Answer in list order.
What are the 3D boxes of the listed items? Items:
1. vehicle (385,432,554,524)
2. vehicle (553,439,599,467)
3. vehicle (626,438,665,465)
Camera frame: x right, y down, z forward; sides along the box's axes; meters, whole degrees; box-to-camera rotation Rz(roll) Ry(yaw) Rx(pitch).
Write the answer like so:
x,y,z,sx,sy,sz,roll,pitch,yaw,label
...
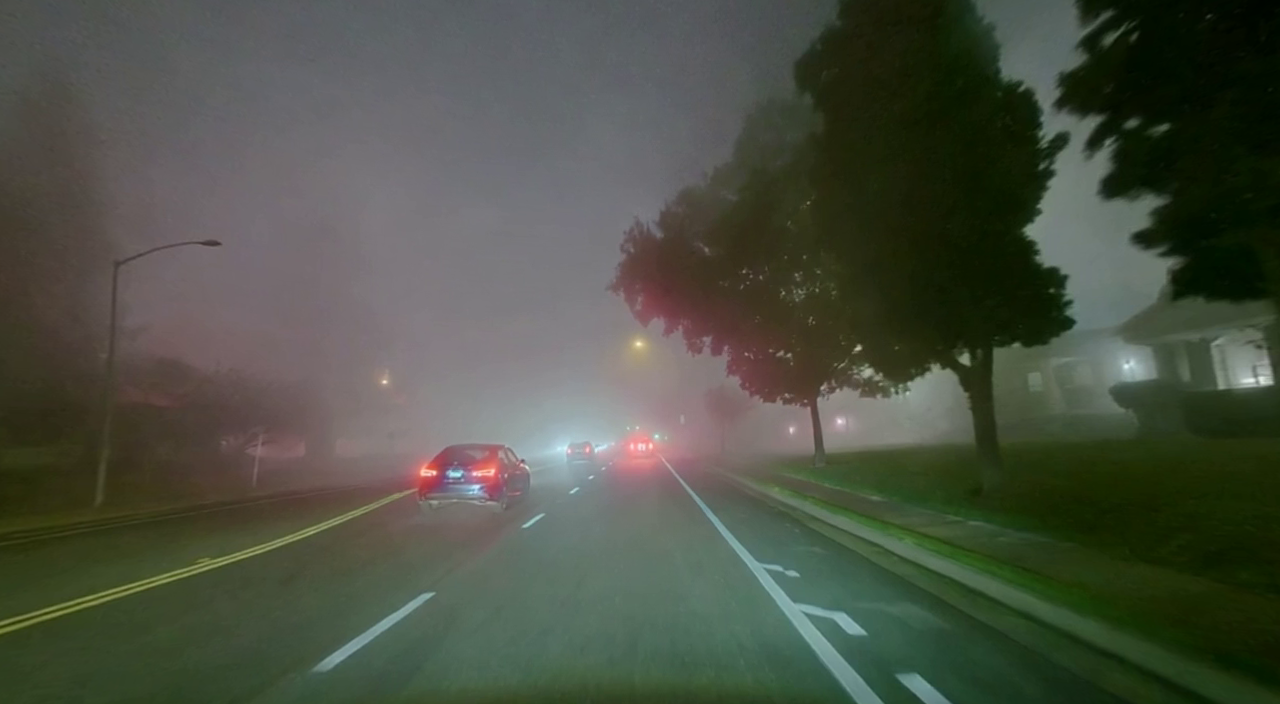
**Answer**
x,y,z,sx,sy,sz,roll,pitch,yaw,label
-3.082,2.373,12.484,2.030,1.467,4.403,0,-8,1,vehicle
-3.545,5.678,35.624,2.114,1.500,3.912,0,-8,1,vehicle
0.277,5.639,35.822,2.065,1.456,4.099,0,-8,0,vehicle
